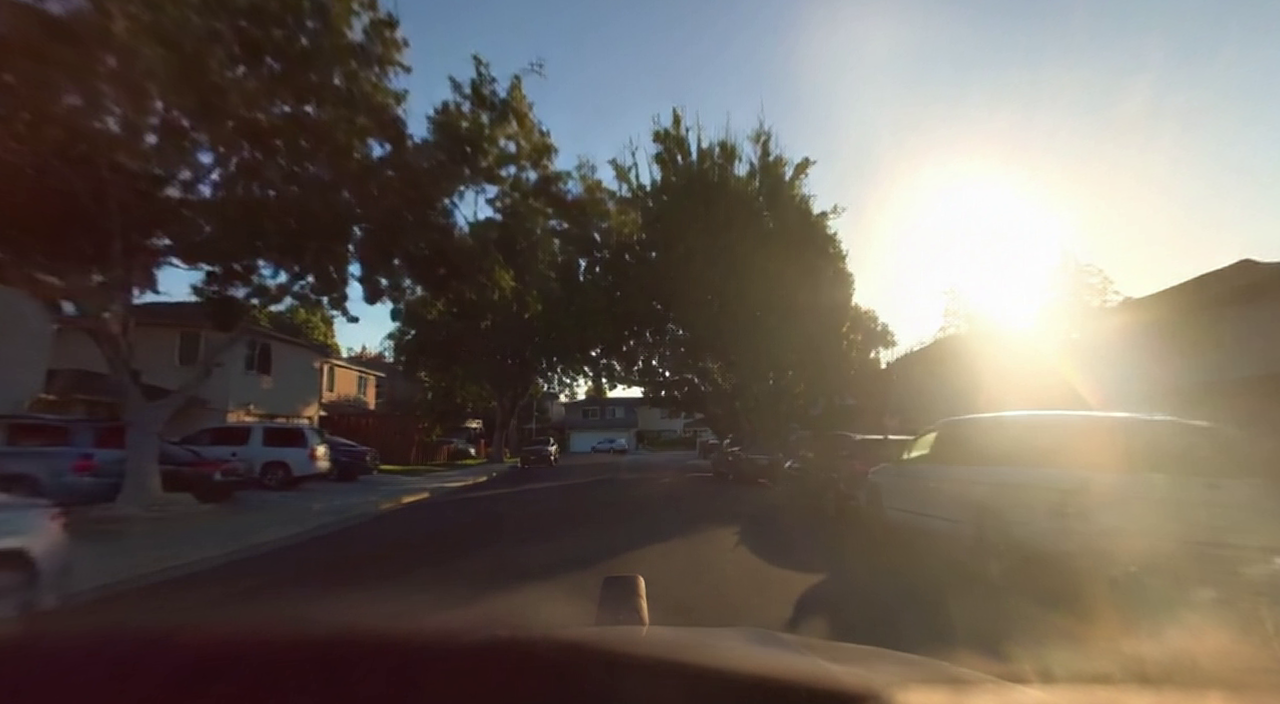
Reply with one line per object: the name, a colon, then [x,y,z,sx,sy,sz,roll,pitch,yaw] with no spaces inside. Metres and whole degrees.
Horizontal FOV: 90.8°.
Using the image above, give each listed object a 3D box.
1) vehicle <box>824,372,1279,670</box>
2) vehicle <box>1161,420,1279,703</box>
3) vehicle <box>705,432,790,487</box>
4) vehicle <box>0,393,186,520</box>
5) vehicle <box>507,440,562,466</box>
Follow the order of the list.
vehicle: [3.831,1.435,6.699,2.046,1.835,5.411,0,-8,-1]
vehicle: [3.902,0.764,0.990,2.042,1.456,4.903,0,-8,1]
vehicle: [3.921,3.986,24.067,2.235,1.829,5.194,0,-8,-1]
vehicle: [-10.667,1.686,10.318,4.641,1.844,2.243,0,-8,-5]
vehicle: [-6.664,6.247,39.361,2.236,1.459,4.832,3,-9,-23]
